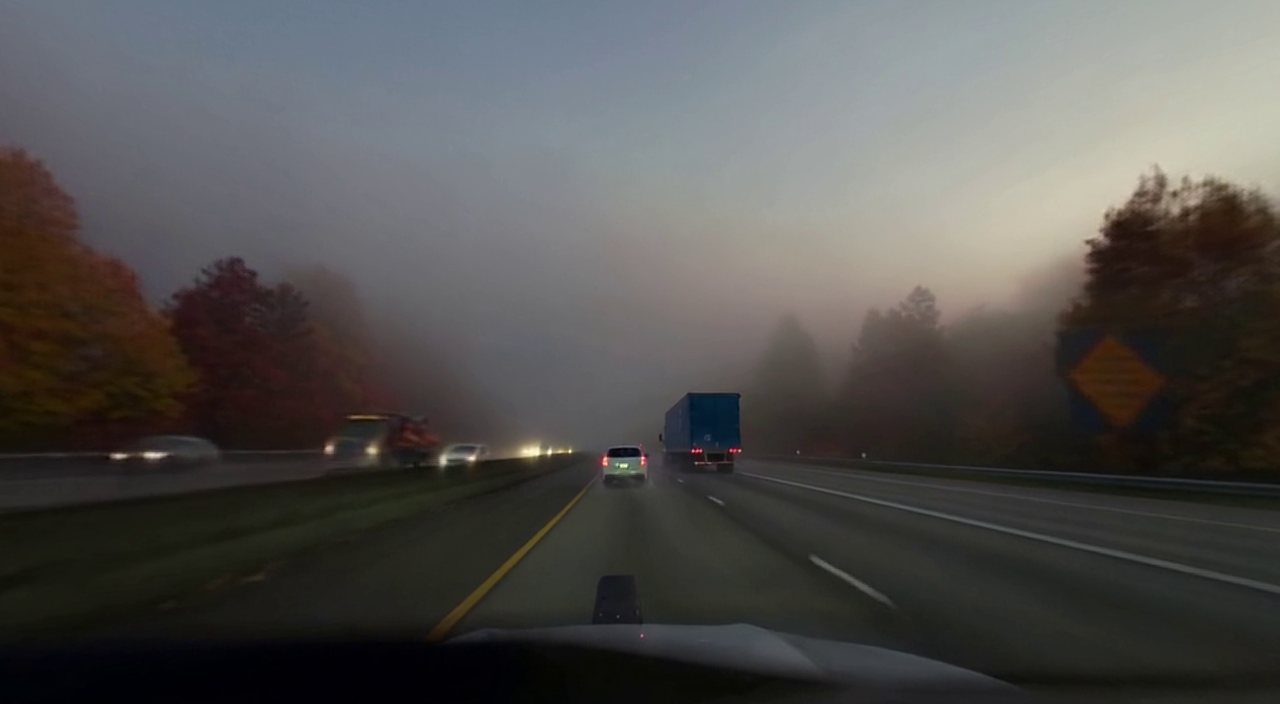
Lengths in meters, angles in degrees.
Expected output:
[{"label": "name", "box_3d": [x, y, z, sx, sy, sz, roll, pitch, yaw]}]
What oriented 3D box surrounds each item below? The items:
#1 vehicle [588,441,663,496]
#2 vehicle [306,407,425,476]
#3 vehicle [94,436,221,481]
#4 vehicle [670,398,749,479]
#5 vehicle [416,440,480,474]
[{"label": "vehicle", "box_3d": [-0.458, 3.597, 19.689, 2.099, 1.506, 4.097, 0, -9, -1]}, {"label": "vehicle", "box_3d": [-13.321, 4.494, 31.237, 2.680, 2.986, 7.285, 0, -9, -1]}, {"label": "vehicle", "box_3d": [-19.238, 4.255, 25.269, 1.917, 1.611, 4.188, 0, -9, -3]}, {"label": "vehicle", "box_3d": [3.811, 5.462, 38.542, 2.900, 4.013, 14.455, 0, -9, -1]}, {"label": "vehicle", "box_3d": [-9.453, 5.221, 31.271, 1.878, 1.518, 4.377, 0, -9, -1]}]
